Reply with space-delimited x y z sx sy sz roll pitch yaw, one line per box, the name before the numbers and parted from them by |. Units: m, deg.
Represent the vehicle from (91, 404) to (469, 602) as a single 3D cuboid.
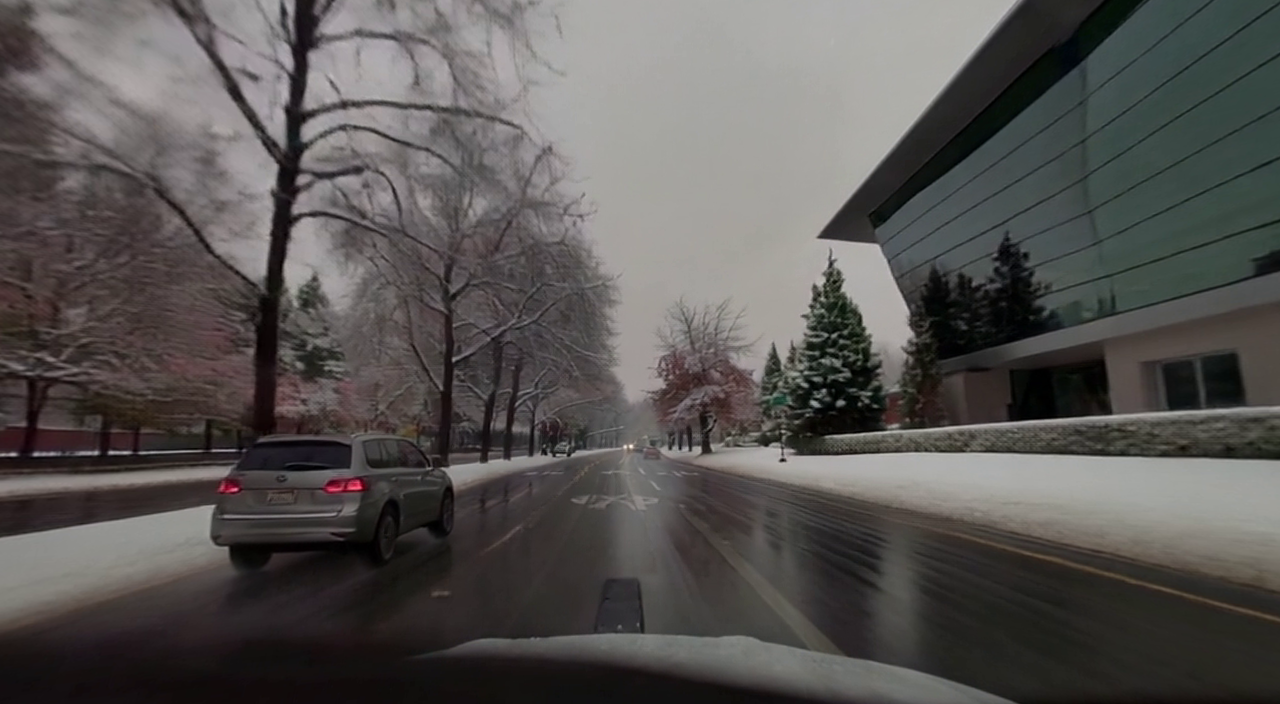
vehicle | -3.743 1.645 7.831 2.067 1.700 4.561 0 -8 -2
